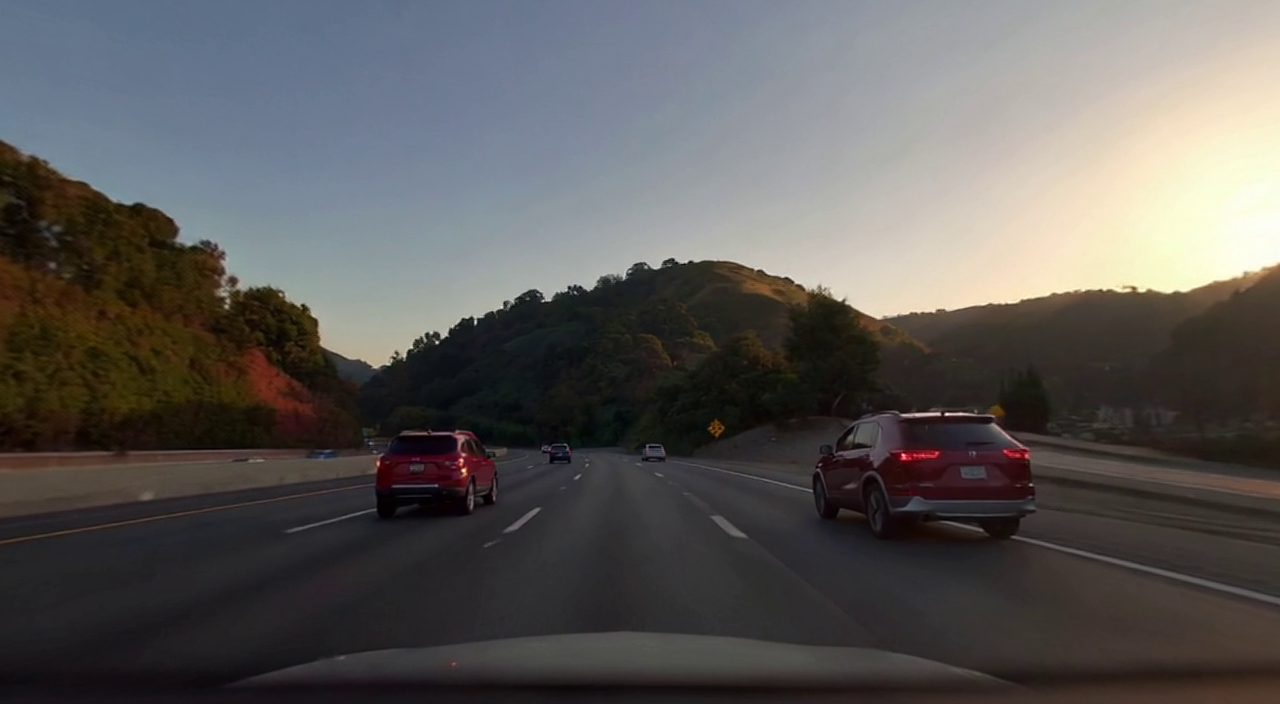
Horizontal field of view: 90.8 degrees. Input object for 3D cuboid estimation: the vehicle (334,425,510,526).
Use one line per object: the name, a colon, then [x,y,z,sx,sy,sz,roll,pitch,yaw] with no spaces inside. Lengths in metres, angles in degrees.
vehicle: [-4.363,2.548,13.609,2.213,1.766,4.598,0,-8,-1]

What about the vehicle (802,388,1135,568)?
vehicle: [4.154,1.701,9.251,2.103,1.903,4.837,0,-9,-2]
